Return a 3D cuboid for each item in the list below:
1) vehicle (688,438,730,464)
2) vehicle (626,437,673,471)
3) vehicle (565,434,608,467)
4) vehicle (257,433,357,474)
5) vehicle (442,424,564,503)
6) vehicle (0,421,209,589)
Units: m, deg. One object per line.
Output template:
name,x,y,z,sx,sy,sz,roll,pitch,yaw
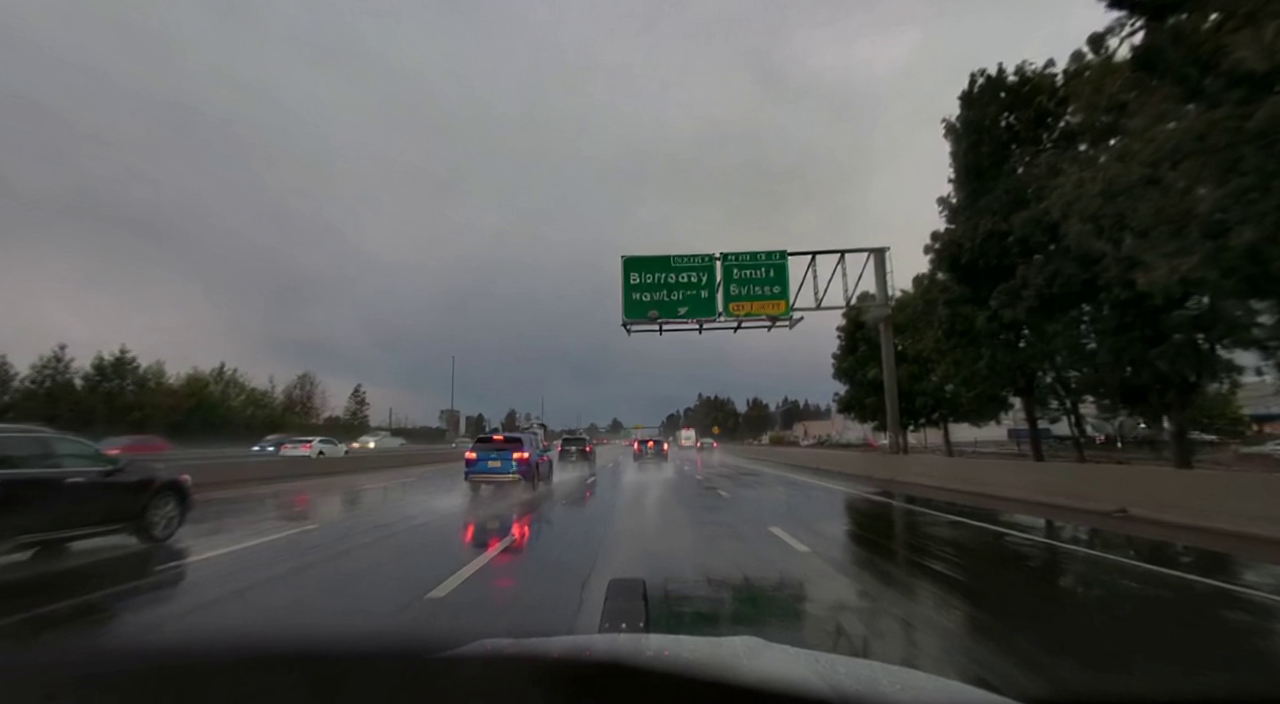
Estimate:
vehicle,4.116,5.994,38.368,1.980,1.492,4.442,0,-8,-1
vehicle,0.408,4.786,29.717,2.090,1.474,3.970,0,-8,0
vehicle,-2.961,5.557,35.847,2.007,1.730,4.412,0,-8,0
vehicle,-15.024,4.601,28.766,2.011,1.708,4.556,0,-8,0
vehicle,-3.204,2.721,15.798,1.961,1.687,4.453,0,-8,1
vehicle,-6.620,1.476,6.349,1.831,1.486,3.778,0,-8,1
